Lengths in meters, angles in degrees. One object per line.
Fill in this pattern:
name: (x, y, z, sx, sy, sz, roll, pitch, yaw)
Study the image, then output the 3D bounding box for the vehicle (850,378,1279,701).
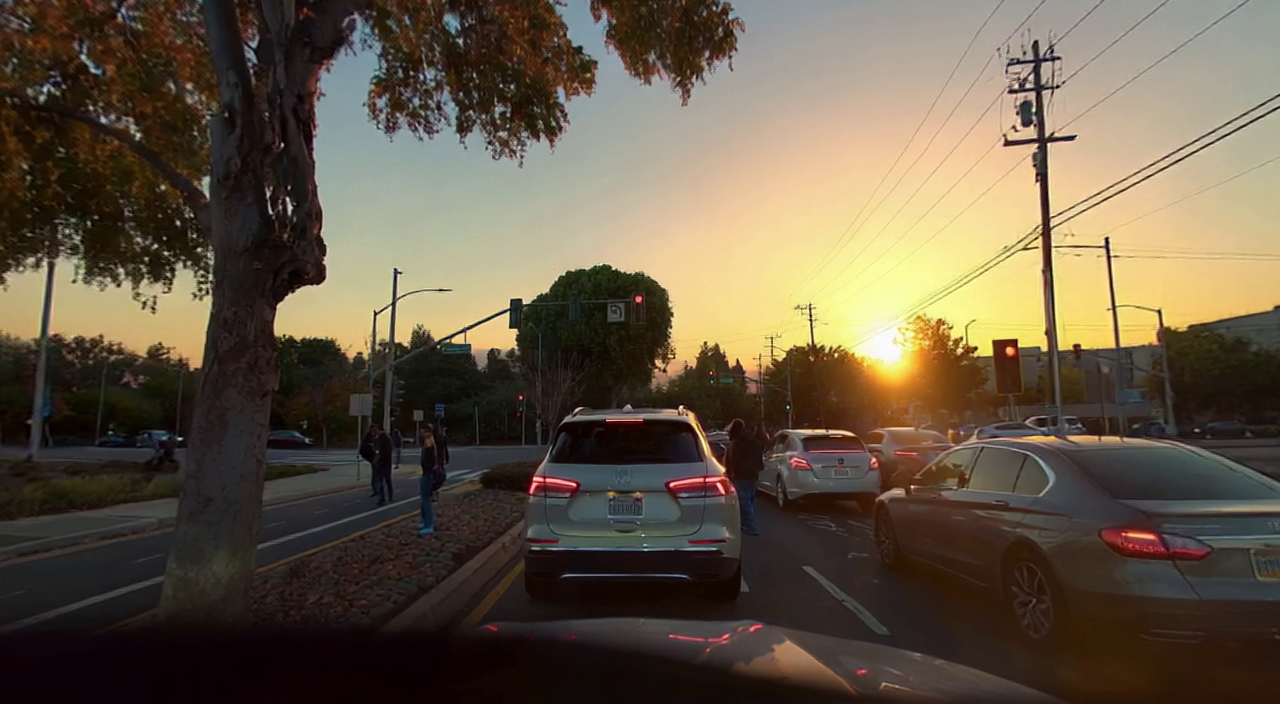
vehicle: (3.556, 1.295, 5.569, 1.948, 1.677, 4.437, 0, -8, 1)

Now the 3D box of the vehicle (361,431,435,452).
vehicle: (-17.744, 6.559, 46.375, 4.607, 1.478, 1.995, 0, -8, 0)

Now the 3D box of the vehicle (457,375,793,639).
vehicle: (-0.150, 1.370, 6.592, 2.271, 1.786, 4.443, 0, -8, -1)

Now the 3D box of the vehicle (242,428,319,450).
vehicle: (-26.836, 6.528, 47.227, 4.587, 1.639, 1.878, 0, -8, 1)
